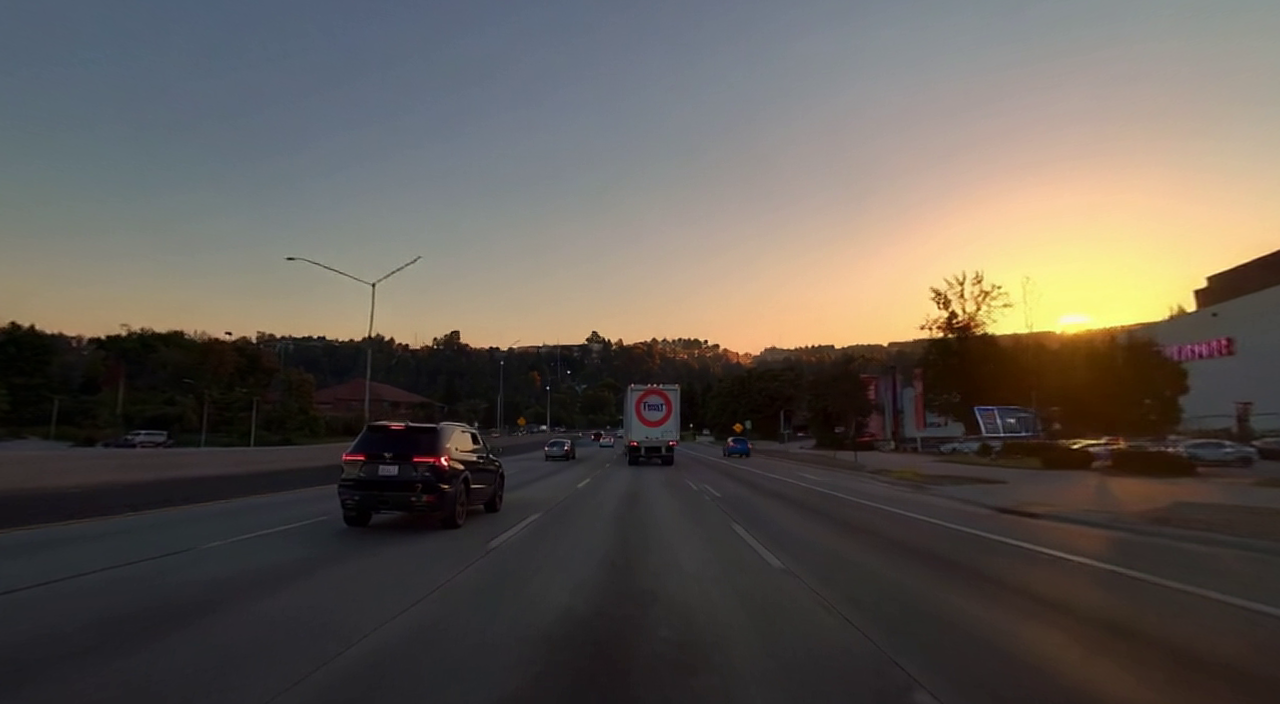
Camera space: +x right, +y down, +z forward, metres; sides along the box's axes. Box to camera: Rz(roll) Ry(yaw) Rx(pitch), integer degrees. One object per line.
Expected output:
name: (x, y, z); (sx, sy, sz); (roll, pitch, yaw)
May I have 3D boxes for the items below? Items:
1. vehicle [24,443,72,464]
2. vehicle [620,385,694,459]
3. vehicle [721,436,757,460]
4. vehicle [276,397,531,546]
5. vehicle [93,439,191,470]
vehicle: (-43.016, 7.345, 45.578); (4.441, 1.501, 1.924); (-7, -11, 40)
vehicle: (1.549, 4.851, 42.883); (3.657, 4.173, 13.731); (-1, -7, 7)
vehicle: (7.183, 7.049, 46.103); (1.958, 1.681, 4.109); (0, -9, 0)
vehicle: (-3.376, 1.847, 10.321); (2.178, 1.826, 4.933); (0, -9, 1)
vehicle: (-28.853, 5.947, 36.573); (1.959, 1.681, 4.487); (0, -9, 1)
